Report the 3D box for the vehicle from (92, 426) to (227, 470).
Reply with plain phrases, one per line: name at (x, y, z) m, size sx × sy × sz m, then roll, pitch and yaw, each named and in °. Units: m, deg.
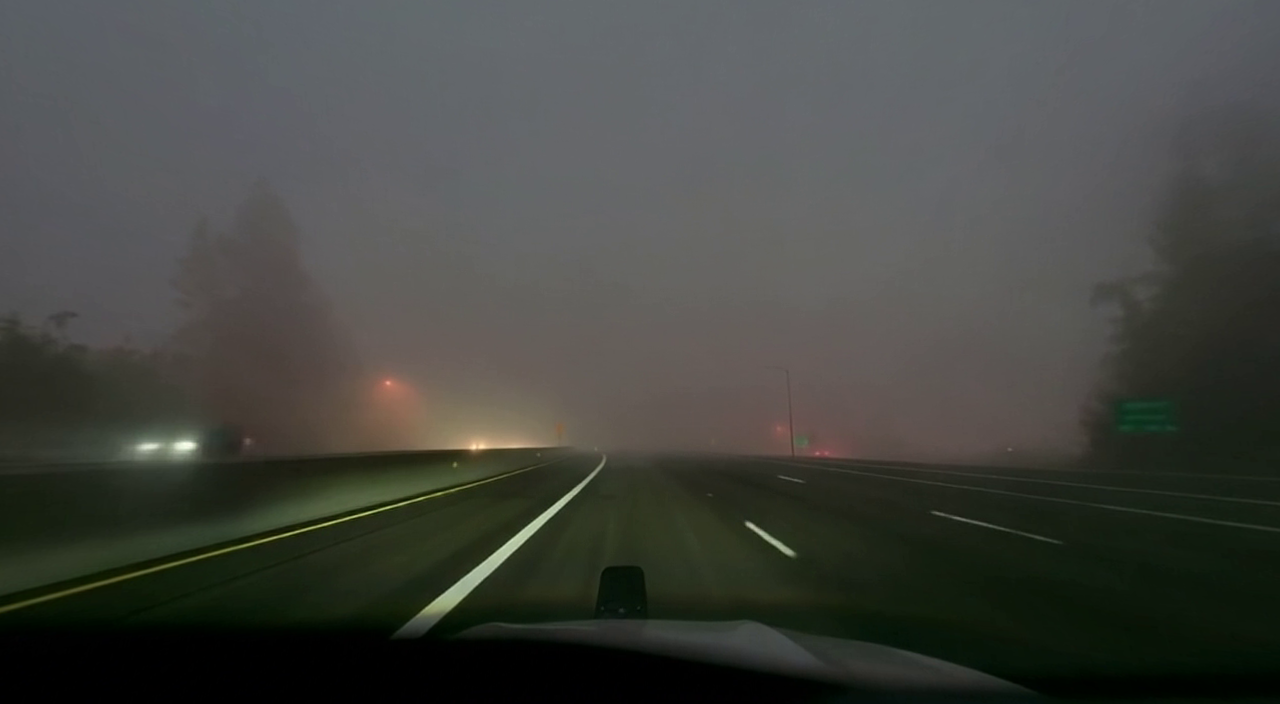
vehicle at (-21.062, 4.237, 27.978) m, size 2.173 × 1.742 × 4.918 m, roll 0°, pitch -8°, yaw -1°
